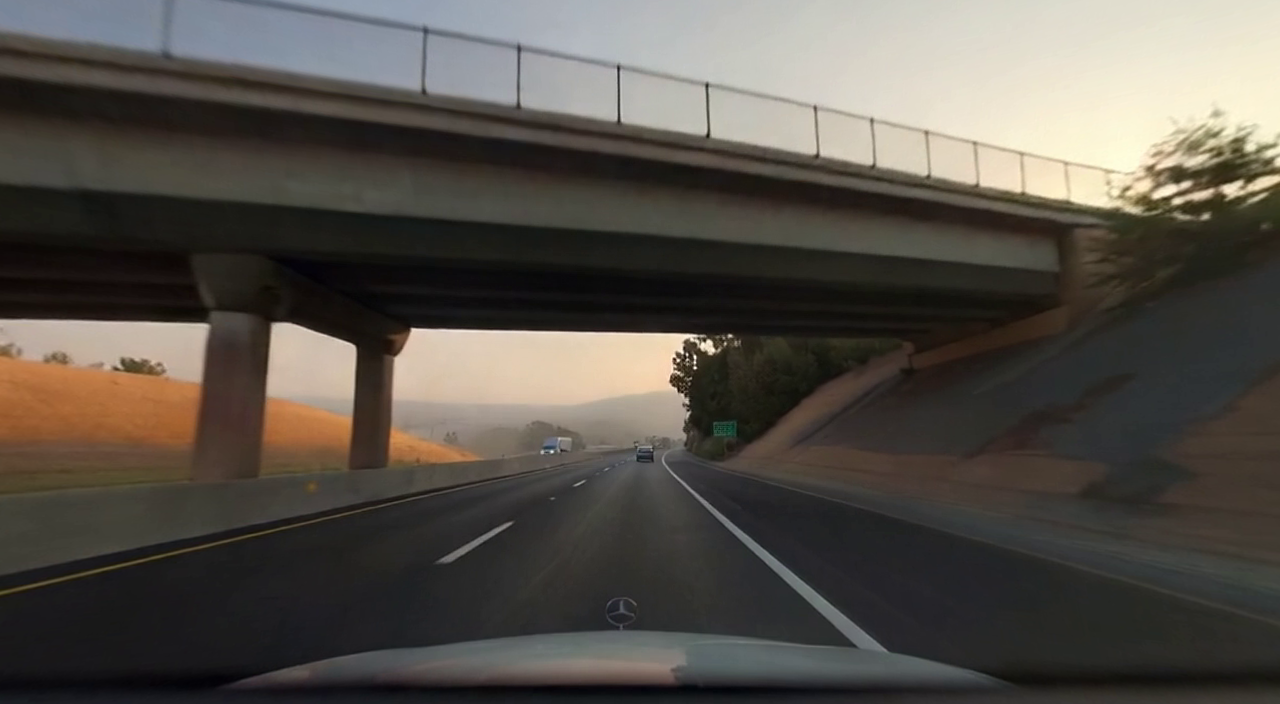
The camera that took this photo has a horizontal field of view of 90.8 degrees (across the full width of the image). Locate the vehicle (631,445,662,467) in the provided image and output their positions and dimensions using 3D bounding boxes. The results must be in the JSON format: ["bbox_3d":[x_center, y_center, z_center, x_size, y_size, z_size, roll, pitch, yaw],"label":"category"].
[{"bbox_3d":[0.523,7.778,47.305,2.221,1.603,4.149,0,-9,1],"label":"vehicle"}]
